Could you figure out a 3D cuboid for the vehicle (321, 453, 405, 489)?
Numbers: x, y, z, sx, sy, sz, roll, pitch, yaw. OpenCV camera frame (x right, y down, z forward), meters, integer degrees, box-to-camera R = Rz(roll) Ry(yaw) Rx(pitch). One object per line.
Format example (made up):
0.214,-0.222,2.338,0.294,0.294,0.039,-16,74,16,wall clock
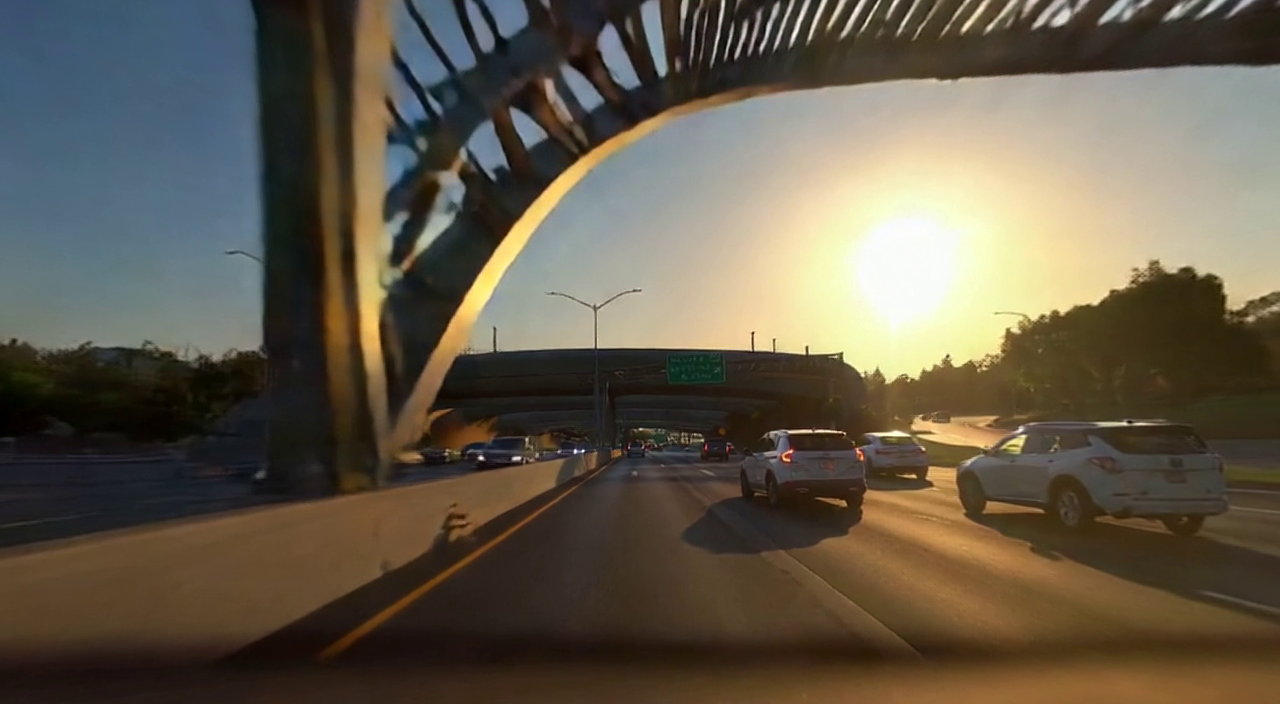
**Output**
-12.647,5.430,29.159,1.919,1.456,4.462,0,-9,-1,vehicle

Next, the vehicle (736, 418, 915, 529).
3.229,2.224,12.057,2.059,1.711,4.302,0,-9,0,vehicle

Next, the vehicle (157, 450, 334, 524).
-9.283,3.165,15.289,1.922,1.523,3.645,0,-9,-1,vehicle

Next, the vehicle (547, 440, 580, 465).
-5.943,7.902,49.603,2.048,1.838,4.587,0,-9,-1,vehicle

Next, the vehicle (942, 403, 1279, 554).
7.160,1.900,10.185,2.040,1.801,4.959,0,-9,-1,vehicle

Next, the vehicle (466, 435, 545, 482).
-5.966,4.815,28.850,2.405,1.932,5.424,0,-9,0,vehicle
